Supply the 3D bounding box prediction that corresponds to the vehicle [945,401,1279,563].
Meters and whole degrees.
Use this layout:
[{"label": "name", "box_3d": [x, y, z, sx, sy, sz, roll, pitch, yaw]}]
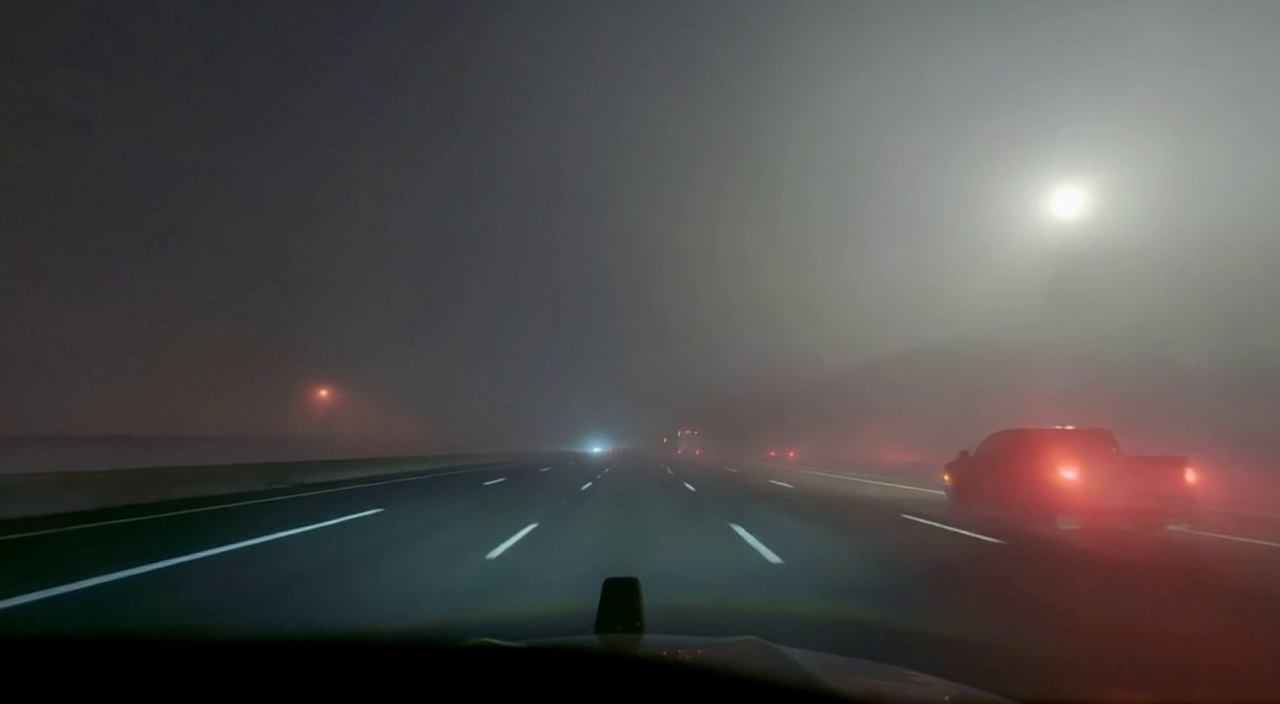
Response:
[{"label": "vehicle", "box_3d": [6.741, 1.773, 9.294, 2.096, 1.767, 4.601, 0, -9, 0]}]
